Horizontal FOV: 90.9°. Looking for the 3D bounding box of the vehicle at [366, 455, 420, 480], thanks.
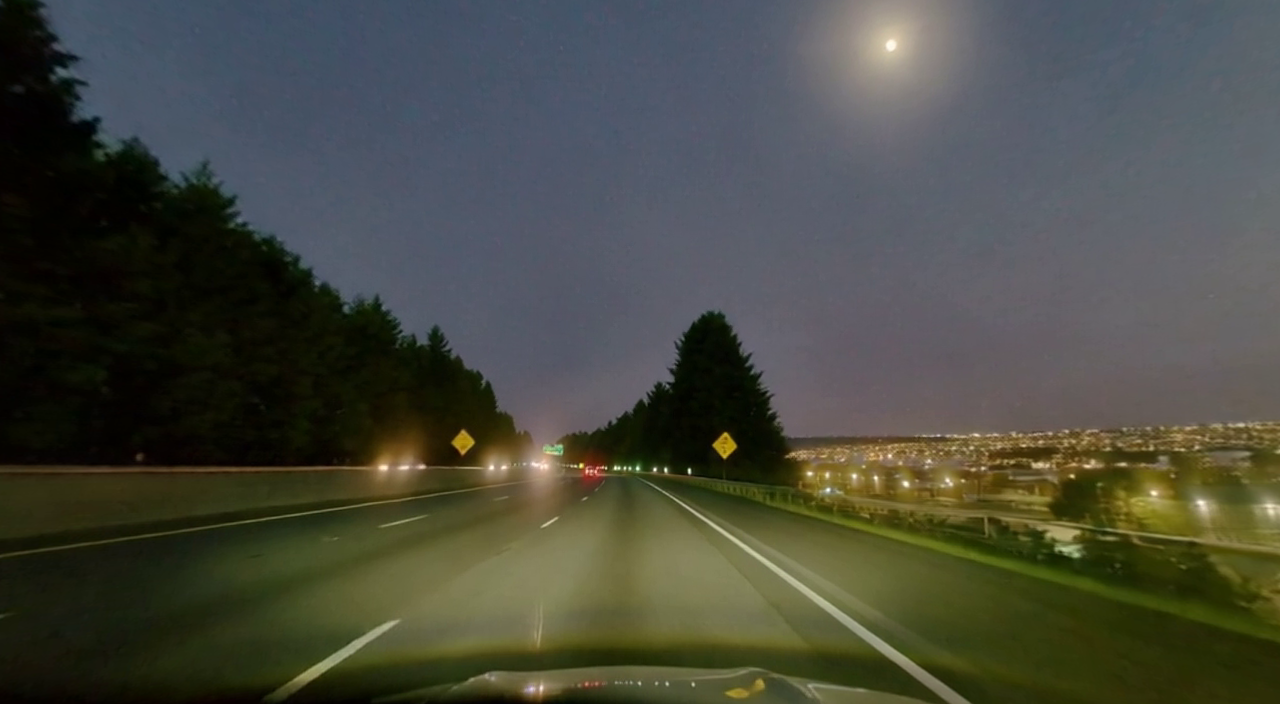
[{"bbox_3d":[-17.548,8.243,45.053,2.041,1.667,4.698,1,-10,-1],"label":"vehicle"}]
